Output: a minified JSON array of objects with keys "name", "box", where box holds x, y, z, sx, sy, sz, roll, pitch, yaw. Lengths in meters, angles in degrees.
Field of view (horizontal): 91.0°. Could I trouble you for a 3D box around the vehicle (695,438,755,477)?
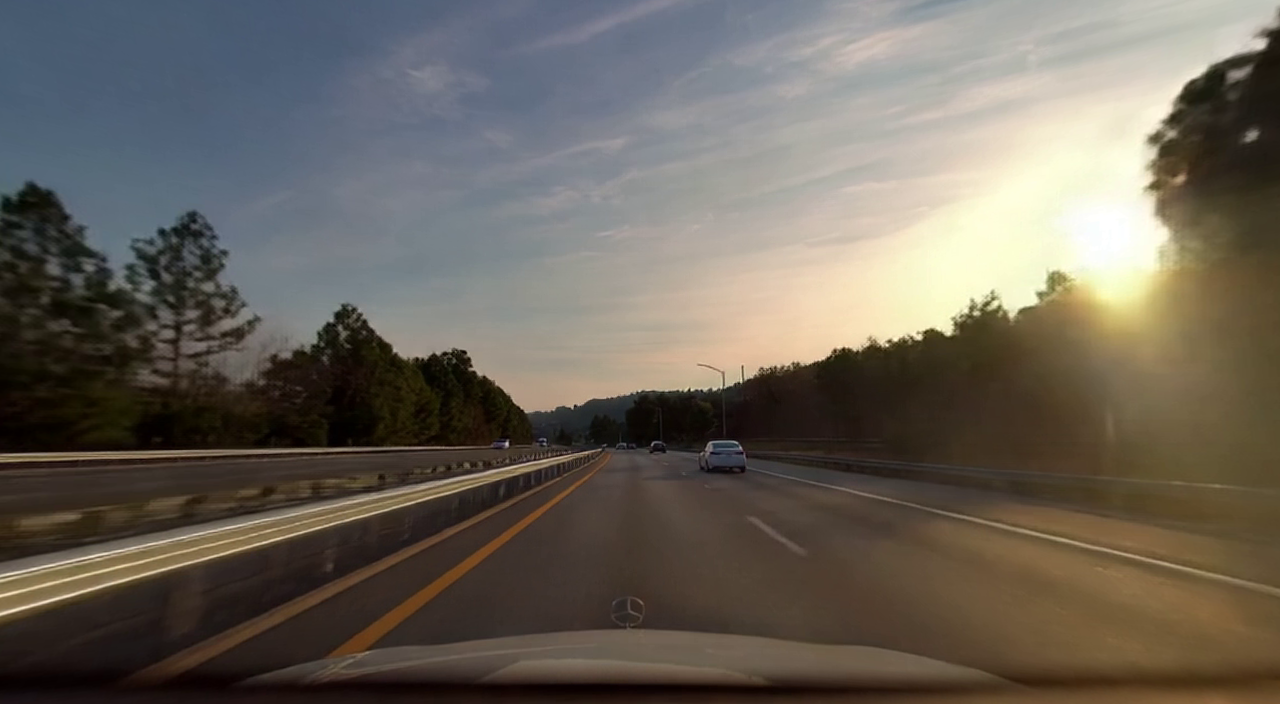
[{"name":"vehicle","box":[3.555,4.472,26.944,1.945,1.538,3.729,0,-8,-1]}]
